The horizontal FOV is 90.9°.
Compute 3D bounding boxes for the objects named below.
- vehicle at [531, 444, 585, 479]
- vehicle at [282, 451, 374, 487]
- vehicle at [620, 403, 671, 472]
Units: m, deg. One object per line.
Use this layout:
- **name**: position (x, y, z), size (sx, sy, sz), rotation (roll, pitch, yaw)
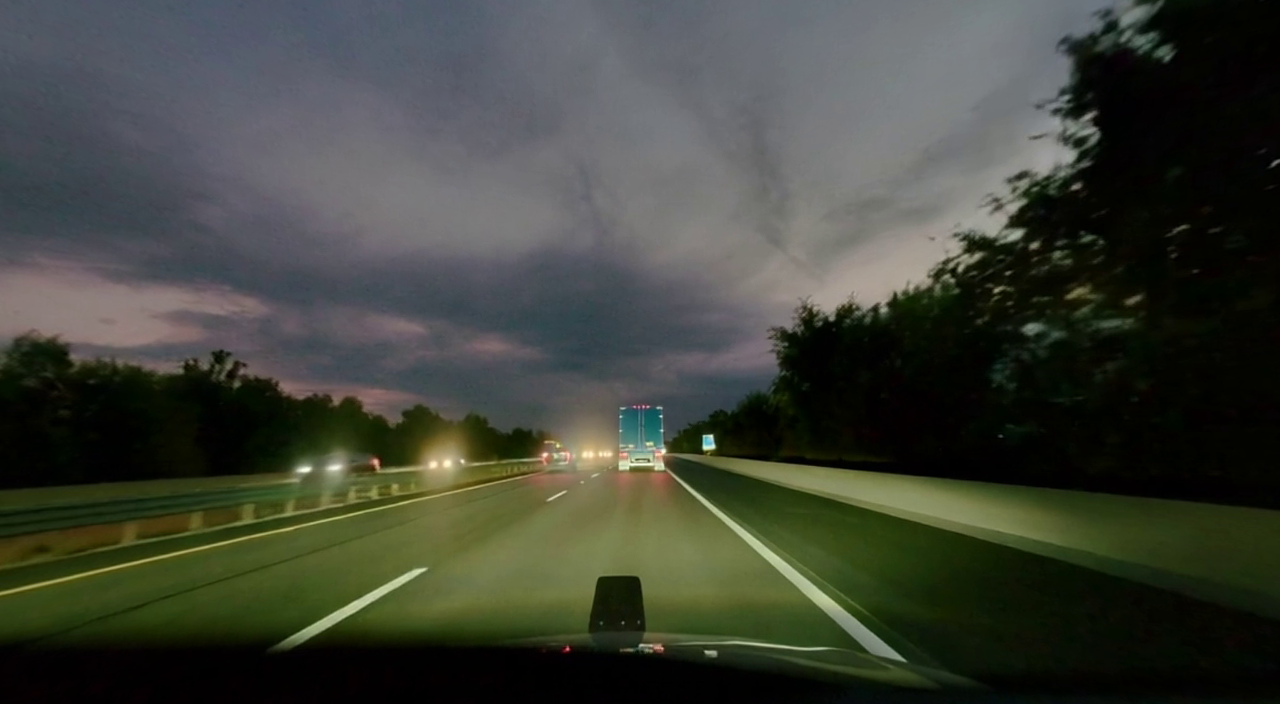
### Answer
- **vehicle**: position (-3.942, 5.330, 30.894), size (2.063, 1.583, 4.049), rotation (0, -9, 1)
- **vehicle**: position (-13.985, 5.243, 28.553), size (1.900, 1.458, 4.276), rotation (0, -9, 1)
- **vehicle**: position (0.351, 5.709, 41.492), size (2.899, 3.966, 10.053), rotation (0, -9, 0)
